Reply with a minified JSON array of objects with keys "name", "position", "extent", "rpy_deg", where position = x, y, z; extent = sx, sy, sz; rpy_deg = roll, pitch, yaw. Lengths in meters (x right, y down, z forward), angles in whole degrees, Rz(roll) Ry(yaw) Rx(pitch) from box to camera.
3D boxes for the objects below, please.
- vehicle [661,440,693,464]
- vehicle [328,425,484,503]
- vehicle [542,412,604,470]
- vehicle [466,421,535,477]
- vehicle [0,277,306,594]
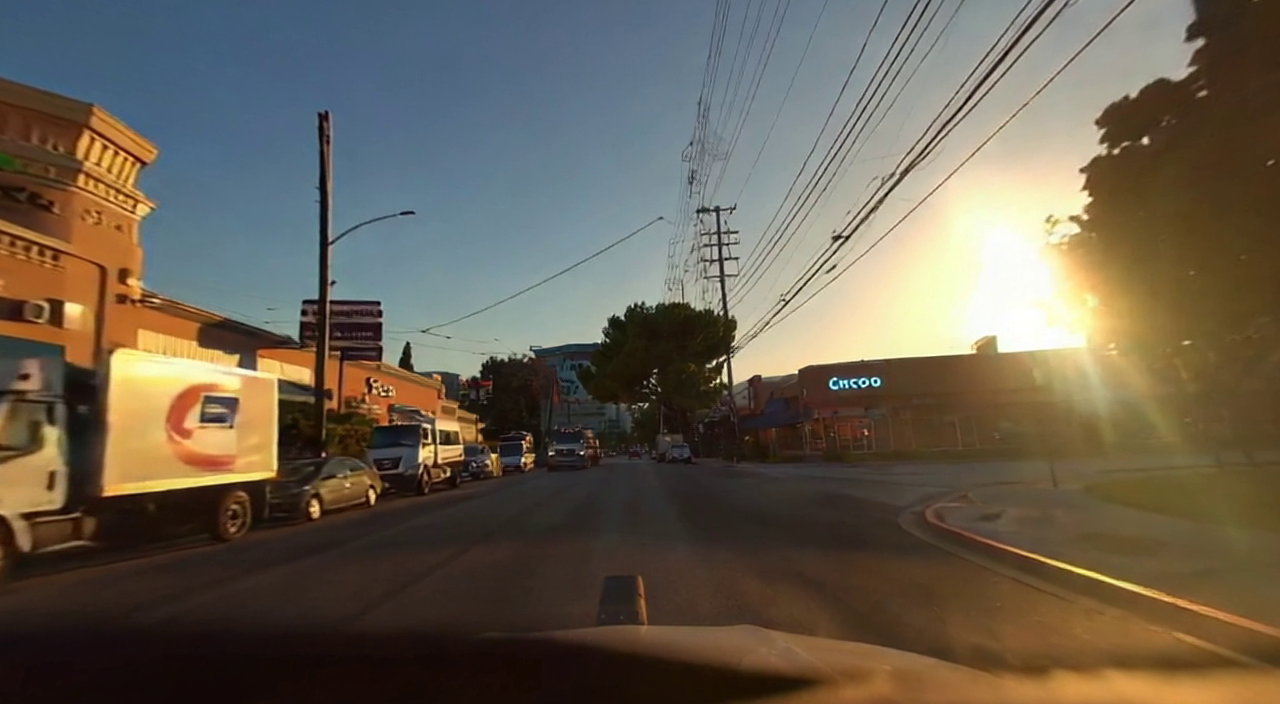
[{"name":"vehicle","position":[2.877,7.900,49.916],"extent":[2.097,1.784,4.915],"rpy_deg":[0,-8,-1]},{"name":"vehicle","position":[-8.088,3.979,23.028],"extent":[2.737,2.345,7.210],"rpy_deg":[-1,-8,2]},{"name":"vehicle","position":[-4.192,5.995,42.298],"extent":[2.994,3.308,12.131],"rpy_deg":[0,-8,-1]},{"name":"vehicle","position":[-8.704,6.152,40.312],"extent":[2.745,3.157,7.388],"rpy_deg":[-1,-8,0]},{"name":"vehicle","position":[-8.359,1.351,9.851],"extent":[2.811,3.398,6.693],"rpy_deg":[-3,-7,-1]}]
